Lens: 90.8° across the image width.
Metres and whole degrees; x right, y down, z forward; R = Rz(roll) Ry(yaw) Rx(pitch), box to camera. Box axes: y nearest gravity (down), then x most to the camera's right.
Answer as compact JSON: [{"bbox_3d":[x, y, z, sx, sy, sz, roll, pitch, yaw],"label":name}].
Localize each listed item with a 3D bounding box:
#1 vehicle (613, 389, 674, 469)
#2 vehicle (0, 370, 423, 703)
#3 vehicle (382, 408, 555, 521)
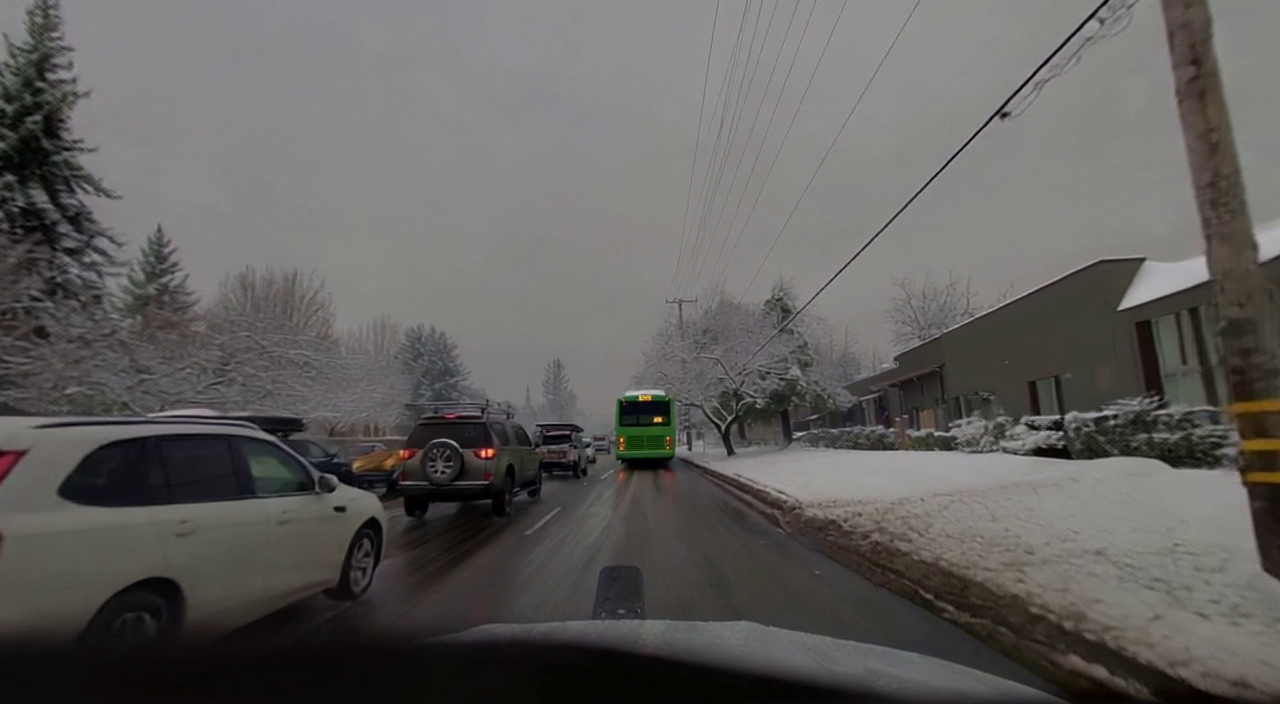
[{"bbox_3d":[0.251,4.639,36.866,2.970,3.857,12.200,0,-9,1],"label":"vehicle"},{"bbox_3d":[-3.292,1.145,4.170,2.042,1.571,4.475,0,-9,1],"label":"vehicle"},{"bbox_3d":[-3.245,2.281,13.268,2.095,1.892,5.043,0,-9,1],"label":"vehicle"}]
